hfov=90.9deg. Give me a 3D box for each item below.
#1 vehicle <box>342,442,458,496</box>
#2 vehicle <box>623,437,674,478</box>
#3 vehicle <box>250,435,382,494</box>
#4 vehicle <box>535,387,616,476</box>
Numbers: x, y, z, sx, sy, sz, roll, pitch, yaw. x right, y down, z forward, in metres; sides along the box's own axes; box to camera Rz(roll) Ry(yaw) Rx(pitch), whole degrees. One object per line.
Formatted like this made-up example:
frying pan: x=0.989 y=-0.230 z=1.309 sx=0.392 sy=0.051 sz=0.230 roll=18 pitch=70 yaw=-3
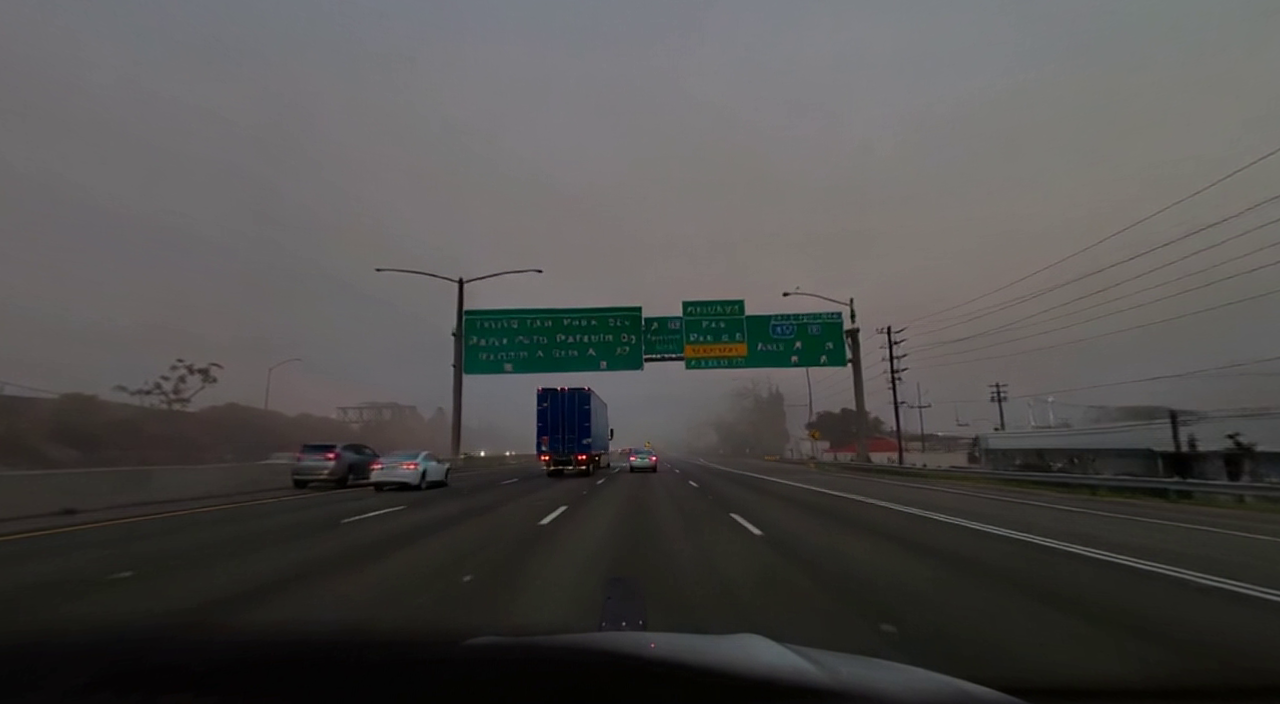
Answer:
vehicle: x=-7.357 y=3.602 z=19.851 sx=1.945 sy=1.482 sz=4.109 roll=0 pitch=-8 yaw=2
vehicle: x=0.386 y=5.129 z=30.892 sx=2.279 sy=1.837 sz=4.747 roll=0 pitch=-8 yaw=0
vehicle: x=-10.427 y=3.627 z=20.740 sx=1.997 sy=1.692 sz=4.294 roll=0 pitch=-8 yaw=1
vehicle: x=-3.465 y=5.061 z=38.891 sx=2.888 sy=4.308 sz=16.259 roll=0 pitch=-8 yaw=1
